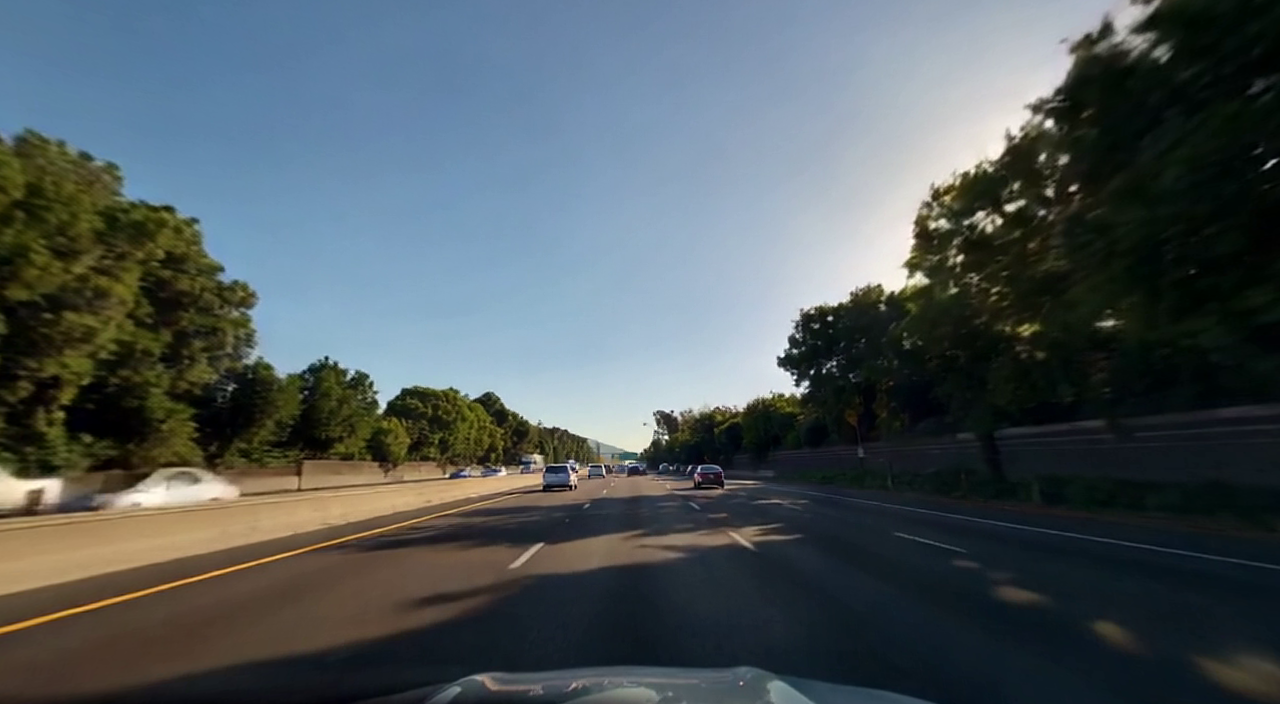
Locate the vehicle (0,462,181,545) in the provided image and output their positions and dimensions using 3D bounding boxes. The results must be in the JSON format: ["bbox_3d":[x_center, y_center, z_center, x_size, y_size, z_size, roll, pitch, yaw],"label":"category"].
[{"bbox_3d":[-12.455,3.095,13.392,1.913,1.457,4.579,1,-11,0],"label":"vehicle"}]

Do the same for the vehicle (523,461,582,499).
[{"bbox_3d":[-3.714,5.503,27.371,2.000,1.484,3.995,1,-11,-1],"label":"vehicle"}]

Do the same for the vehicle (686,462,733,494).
[{"bbox_3d":[3.591,6.626,33.263,1.981,1.516,4.109,1,-10,-1],"label":"vehicle"}]
